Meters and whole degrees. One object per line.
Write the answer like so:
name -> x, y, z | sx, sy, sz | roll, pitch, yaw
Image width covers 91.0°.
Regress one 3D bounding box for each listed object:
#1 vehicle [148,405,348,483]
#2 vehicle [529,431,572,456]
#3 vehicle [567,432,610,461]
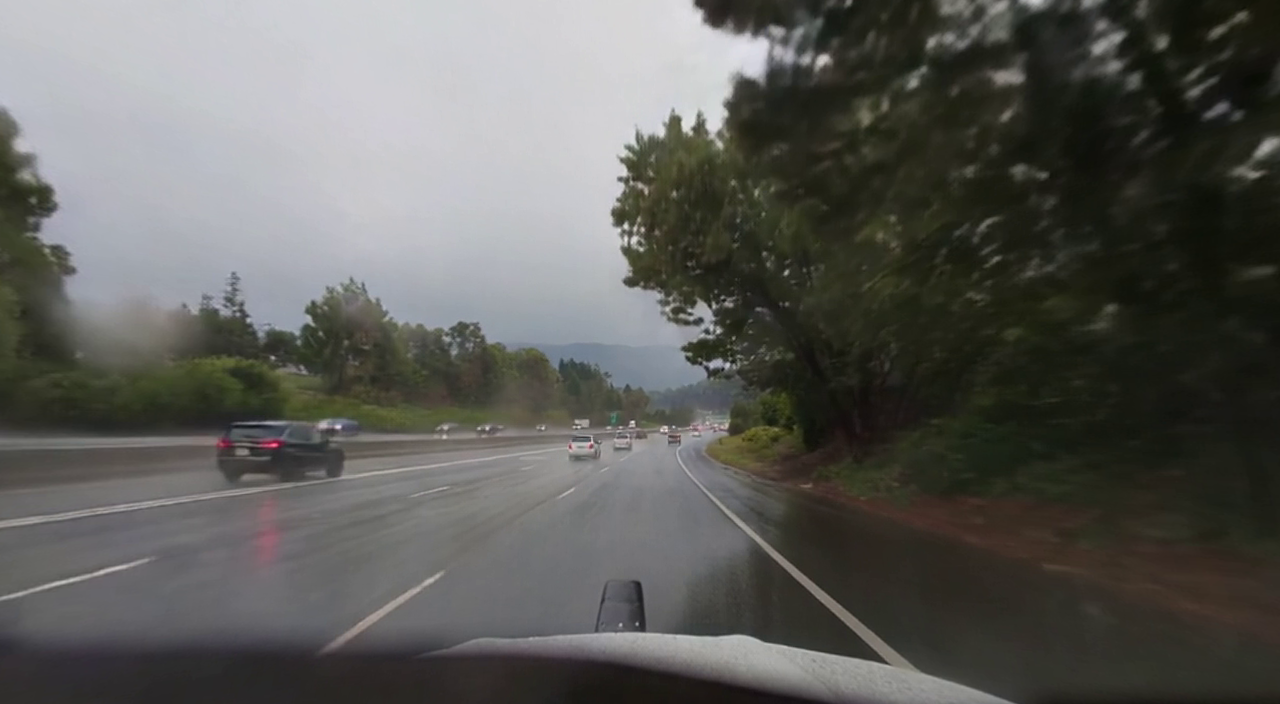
vehicle -> -11.338, 2.756, 18.927 | 2.264, 1.980, 5.574 | 0, -8, 2
vehicle -> -6.287, 6.509, 44.629 | 2.108, 1.686, 4.556 | 0, -8, 4
vehicle -> -3.098, 5.781, 38.691 | 2.035, 1.673, 4.469 | 0, -8, 3
